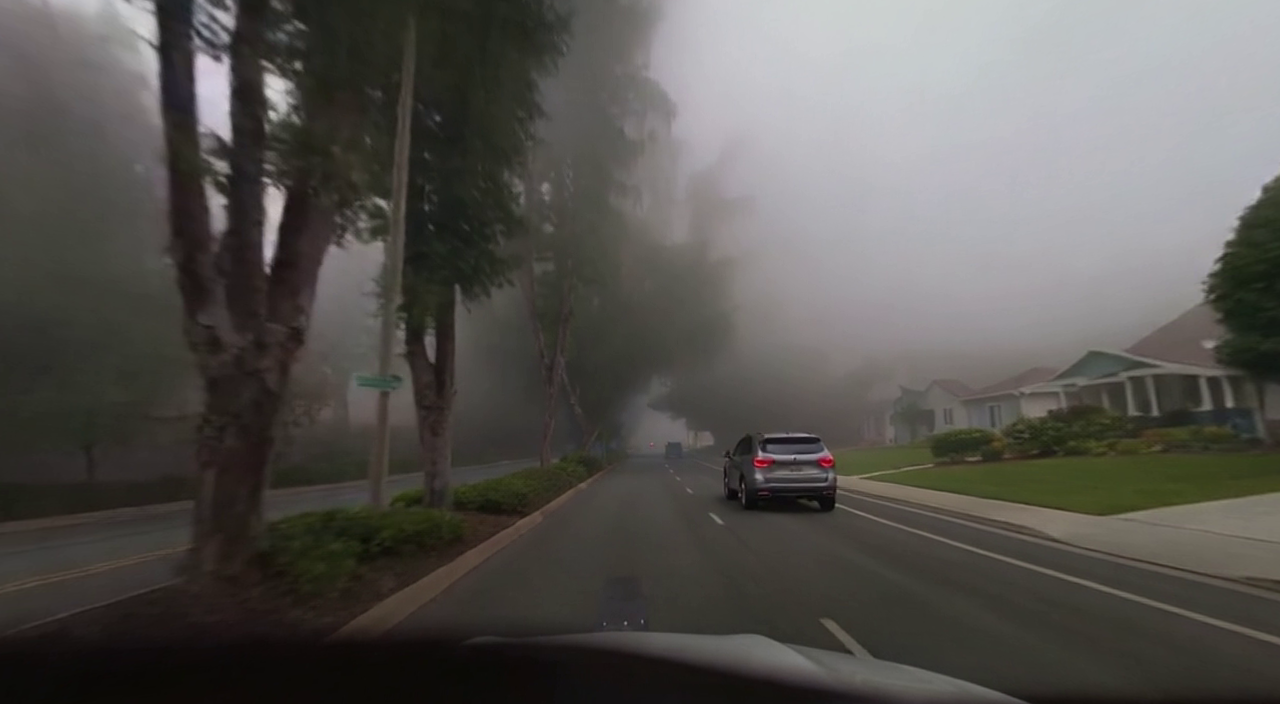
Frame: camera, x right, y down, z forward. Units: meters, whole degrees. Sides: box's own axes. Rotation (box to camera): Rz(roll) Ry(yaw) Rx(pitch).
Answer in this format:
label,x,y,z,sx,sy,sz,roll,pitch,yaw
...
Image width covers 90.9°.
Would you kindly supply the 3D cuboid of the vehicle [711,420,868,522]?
label,x,y,z,sx,sy,sz,roll,pitch,yaw
vehicle,2.912,2.462,13.534,2.180,1.773,4.639,0,-9,-1
